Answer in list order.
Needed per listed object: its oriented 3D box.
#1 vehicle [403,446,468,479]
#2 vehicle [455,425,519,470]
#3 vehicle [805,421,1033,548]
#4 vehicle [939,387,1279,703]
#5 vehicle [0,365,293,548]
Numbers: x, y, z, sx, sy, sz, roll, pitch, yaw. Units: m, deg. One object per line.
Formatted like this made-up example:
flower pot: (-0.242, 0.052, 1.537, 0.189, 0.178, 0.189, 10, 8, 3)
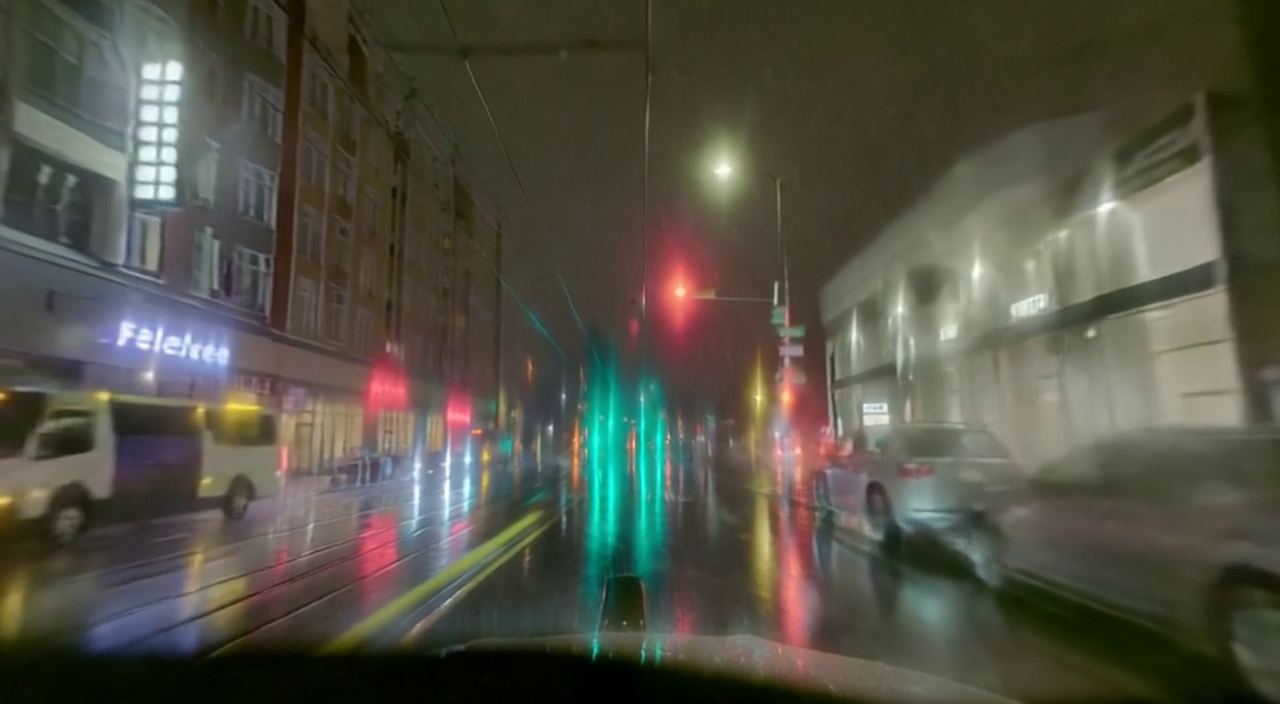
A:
vehicle: (-9.905, 5.383, 30.880, 1.897, 1.464, 4.209, 0, -8, -2)
vehicle: (-10.273, 6.501, 43.089, 2.378, 2.765, 7.920, 0, -8, 0)
vehicle: (3.930, 1.903, 9.619, 1.869, 1.557, 3.501, 0, -8, 0)
vehicle: (3.723, 1.072, 3.864, 1.752, 1.510, 4.191, 0, -8, 1)
vehicle: (-10.164, 2.048, 12.770, 2.291, 2.745, 6.492, -1, -9, 2)
